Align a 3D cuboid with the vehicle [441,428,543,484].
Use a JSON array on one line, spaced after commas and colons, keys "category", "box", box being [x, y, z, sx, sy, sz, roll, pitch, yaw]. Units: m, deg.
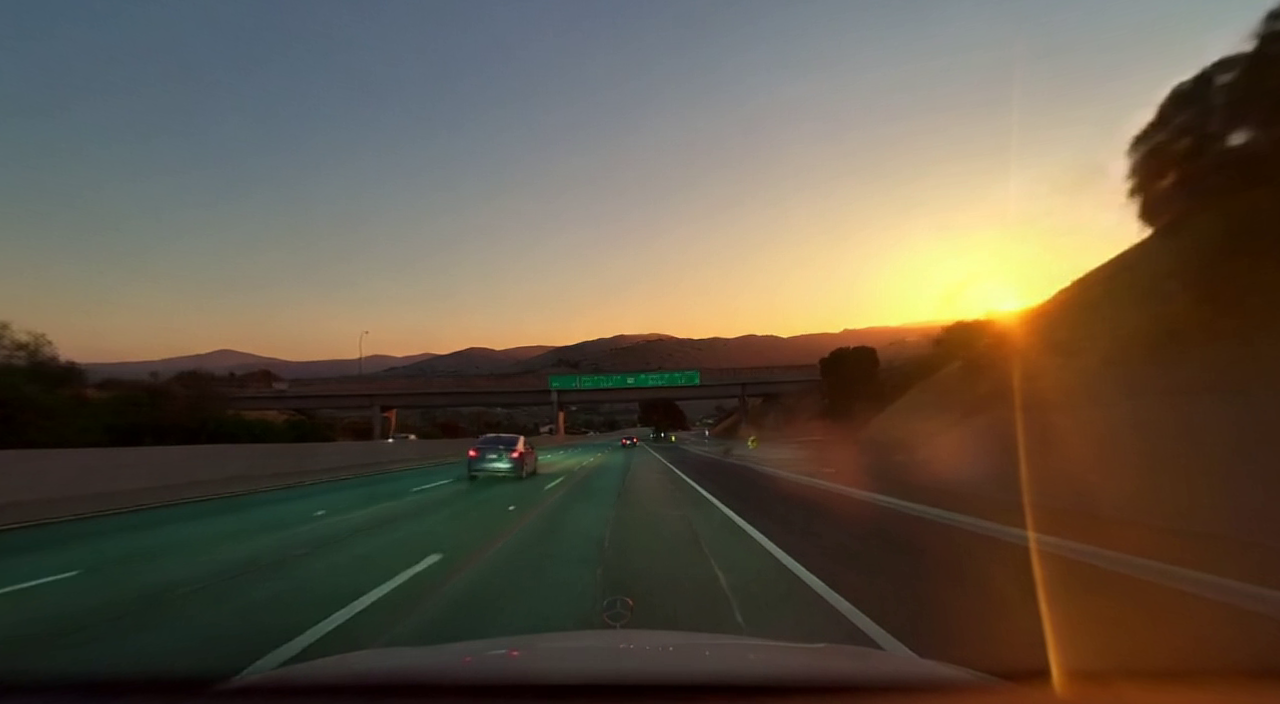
[{"category": "vehicle", "box": [-4.634, 3.336, 20.562, 2.129, 1.588, 4.980, 0, -8, 0]}]
